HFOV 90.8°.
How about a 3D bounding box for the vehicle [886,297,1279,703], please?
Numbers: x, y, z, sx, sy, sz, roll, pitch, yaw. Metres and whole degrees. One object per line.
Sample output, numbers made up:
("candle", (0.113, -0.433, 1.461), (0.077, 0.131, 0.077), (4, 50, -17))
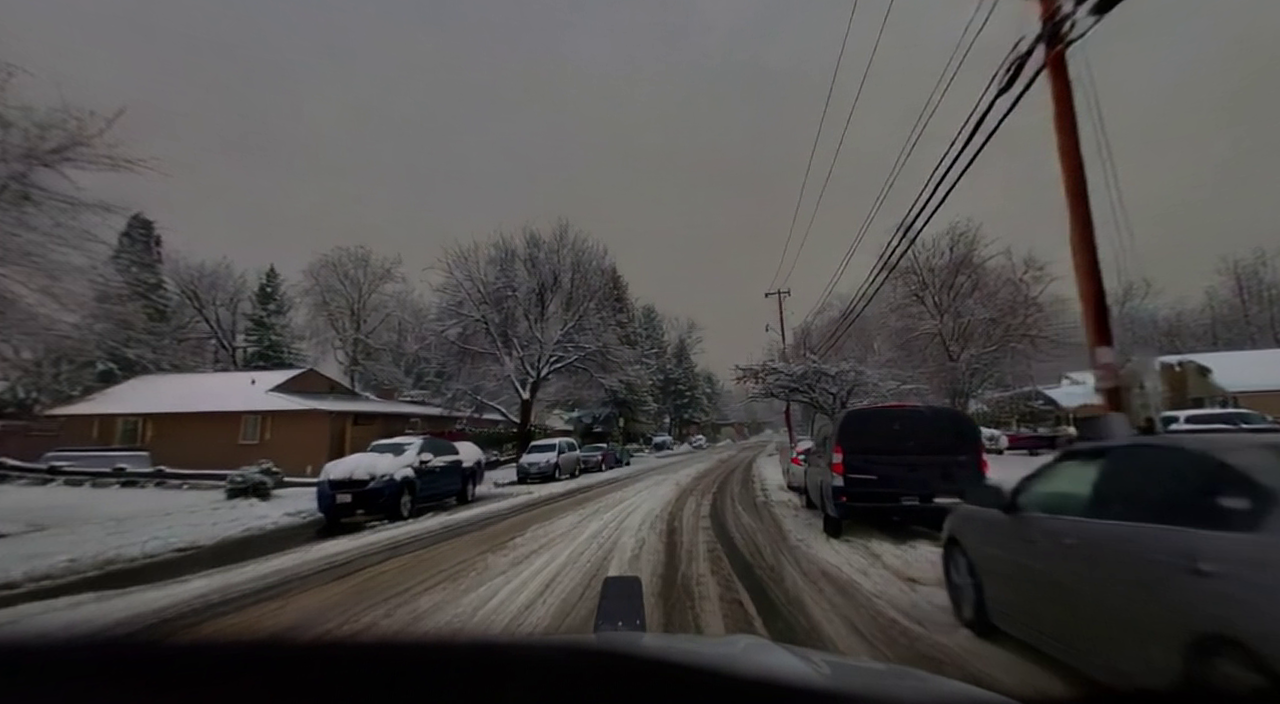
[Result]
("vehicle", (3.230, 0.964, 3.549), (2.032, 1.810, 5.047), (-1, -9, 5))

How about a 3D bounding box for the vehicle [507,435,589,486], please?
("vehicle", (-3.813, 4.621, 27.213), (2.192, 1.873, 4.985), (-4, -9, 7))

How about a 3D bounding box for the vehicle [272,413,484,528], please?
("vehicle", (-5.675, 2.743, 14.754), (2.353, 2.037, 5.358), (-4, -11, 4))

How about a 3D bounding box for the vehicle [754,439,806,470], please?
("vehicle", (7.120, 5.270, 32.638), (2.108, 1.493, 4.878), (-1, -9, 7))
